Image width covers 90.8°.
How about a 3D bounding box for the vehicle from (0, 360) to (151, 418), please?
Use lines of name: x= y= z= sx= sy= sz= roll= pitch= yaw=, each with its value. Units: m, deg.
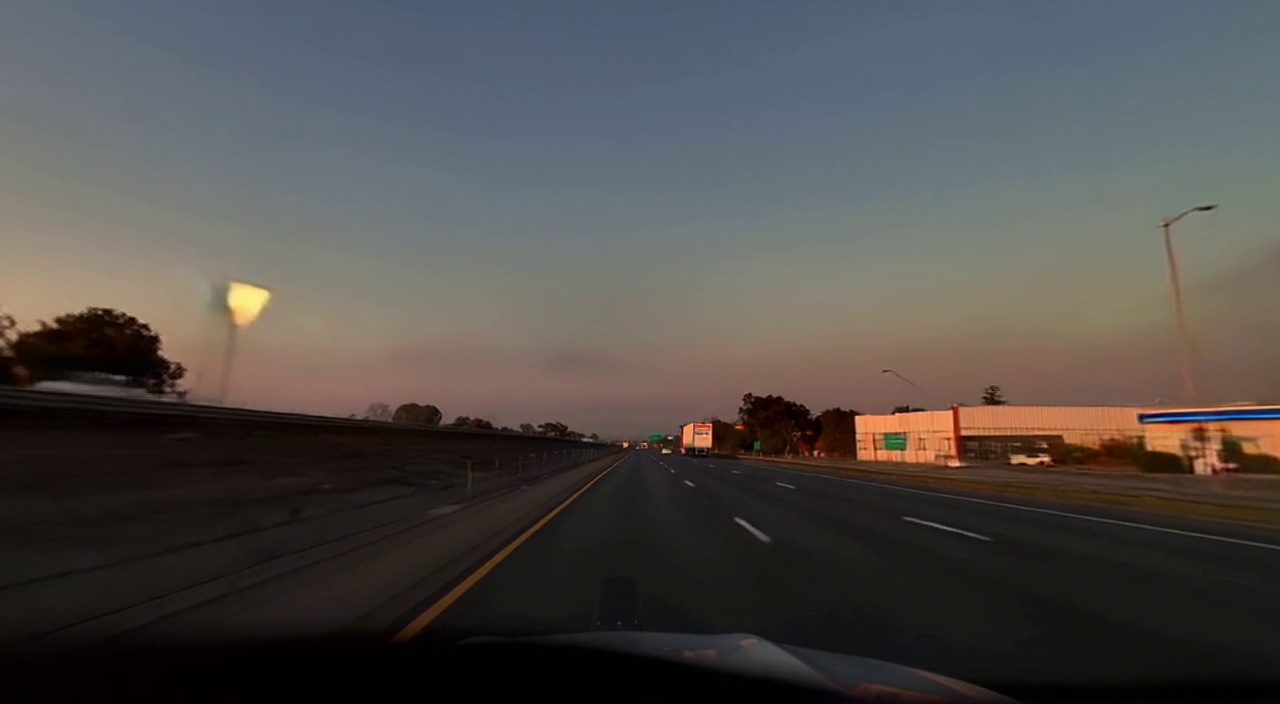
vehicle: x=-21.404 y=1.502 z=23.600 sx=1.958 sy=1.702 sz=5.234 roll=0 pitch=-8 yaw=0
